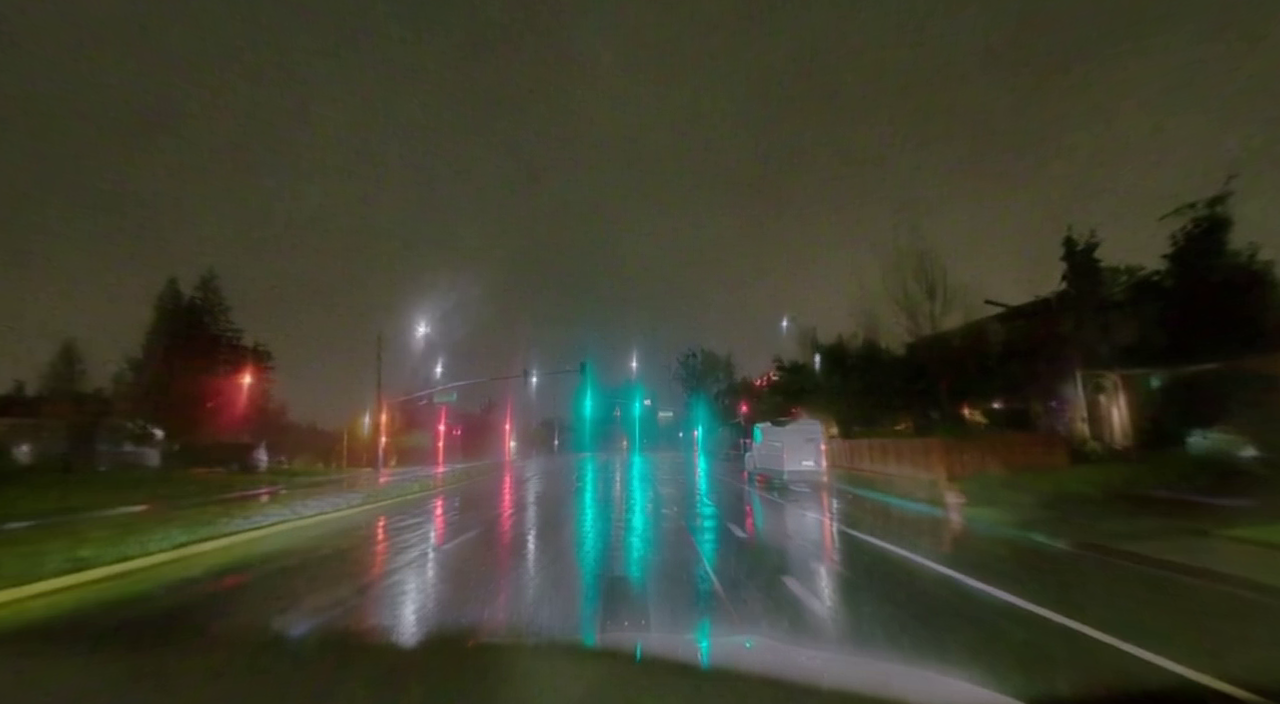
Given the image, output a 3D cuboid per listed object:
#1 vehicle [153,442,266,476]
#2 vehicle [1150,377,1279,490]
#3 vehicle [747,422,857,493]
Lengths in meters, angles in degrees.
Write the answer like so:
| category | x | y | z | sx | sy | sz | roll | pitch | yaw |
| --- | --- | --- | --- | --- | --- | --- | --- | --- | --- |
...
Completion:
| category | x | y | z | sx | sy | sz | roll | pitch | yaw |
| --- | --- | --- | --- | --- | --- | --- | --- | --- | --- |
| vehicle | -22.219 | 5.516 | 32.664 | 4.334 | 1.668 | 2.069 | 0 | -8 | 0 |
| vehicle | 12.763 | 1.365 | 12.123 | 3.956 | 1.635 | 2.017 | -10 | -6 | -1 |
| vehicle | 4.685 | 3.126 | 19.041 | 2.170 | 1.869 | 4.594 | 0 | -8 | 2 |
